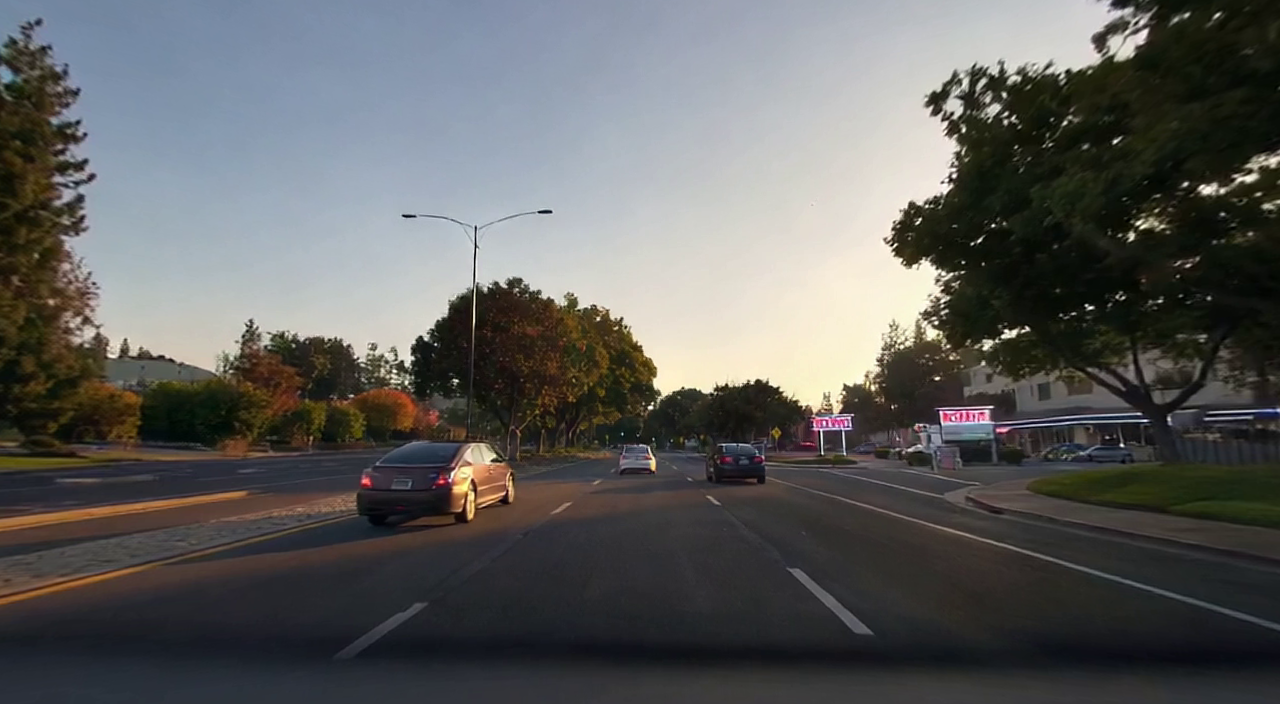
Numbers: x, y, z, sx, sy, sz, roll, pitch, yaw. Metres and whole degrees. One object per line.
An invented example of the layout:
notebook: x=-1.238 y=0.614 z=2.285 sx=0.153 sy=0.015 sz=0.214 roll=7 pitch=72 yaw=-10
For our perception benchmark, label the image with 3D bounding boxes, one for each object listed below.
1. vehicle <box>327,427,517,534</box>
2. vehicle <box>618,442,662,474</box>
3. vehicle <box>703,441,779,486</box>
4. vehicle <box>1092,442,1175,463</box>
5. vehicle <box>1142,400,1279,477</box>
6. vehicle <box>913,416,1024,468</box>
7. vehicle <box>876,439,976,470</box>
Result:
vehicle: x=-3.722 y=2.264 z=11.689 sx=1.995 sy=1.607 sz=4.086 roll=0 pitch=-8 yaw=1
vehicle: x=0.051 y=5.295 z=31.740 sx=2.059 sy=1.477 sz=4.216 roll=0 pitch=-8 yaw=1
vehicle: x=3.612 y=4.076 z=23.372 sx=2.012 sy=1.462 sz=4.400 roll=0 pitch=-8 yaw=-1
vehicle: x=34.370 y=6.983 z=43.935 sx=4.212 sy=1.423 sz=1.764 roll=-1 pitch=-8 yaw=2
vehicle: x=24.337 y=3.532 z=25.687 sx=5.466 sy=2.971 sz=2.352 roll=0 pitch=-9 yaw=3
vehicle: x=21.853 y=6.064 z=42.618 sx=2.928 sy=3.123 sz=8.236 roll=-1 pitch=-8 yaw=-1
vehicle: x=15.666 y=5.625 z=34.797 sx=4.578 sy=1.620 sz=2.047 roll=-2 pitch=-9 yaw=10
